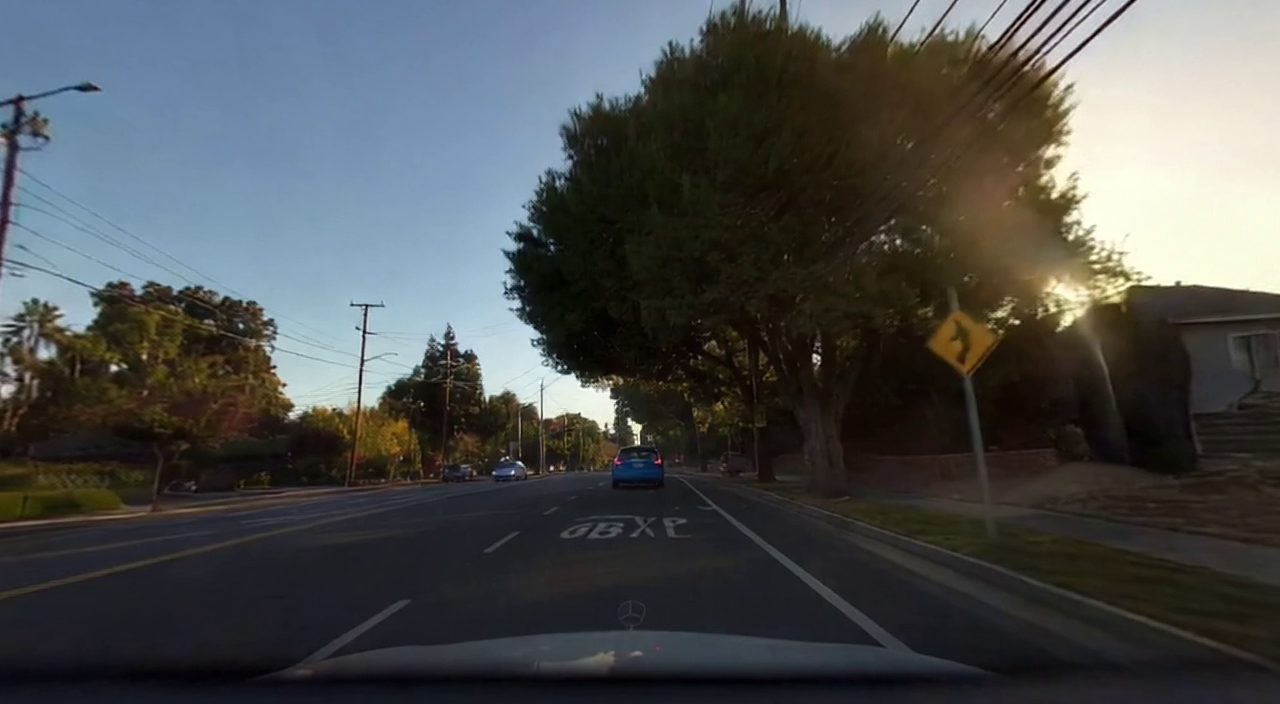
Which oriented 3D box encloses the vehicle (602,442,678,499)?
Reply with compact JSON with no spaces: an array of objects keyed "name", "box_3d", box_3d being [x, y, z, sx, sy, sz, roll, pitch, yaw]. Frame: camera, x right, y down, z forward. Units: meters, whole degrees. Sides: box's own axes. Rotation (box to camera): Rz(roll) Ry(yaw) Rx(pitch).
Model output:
[{"name":"vehicle","box_3d":[-0.007,3.769,20.528,2.200,1.653,4.127,0,-8,0]}]
